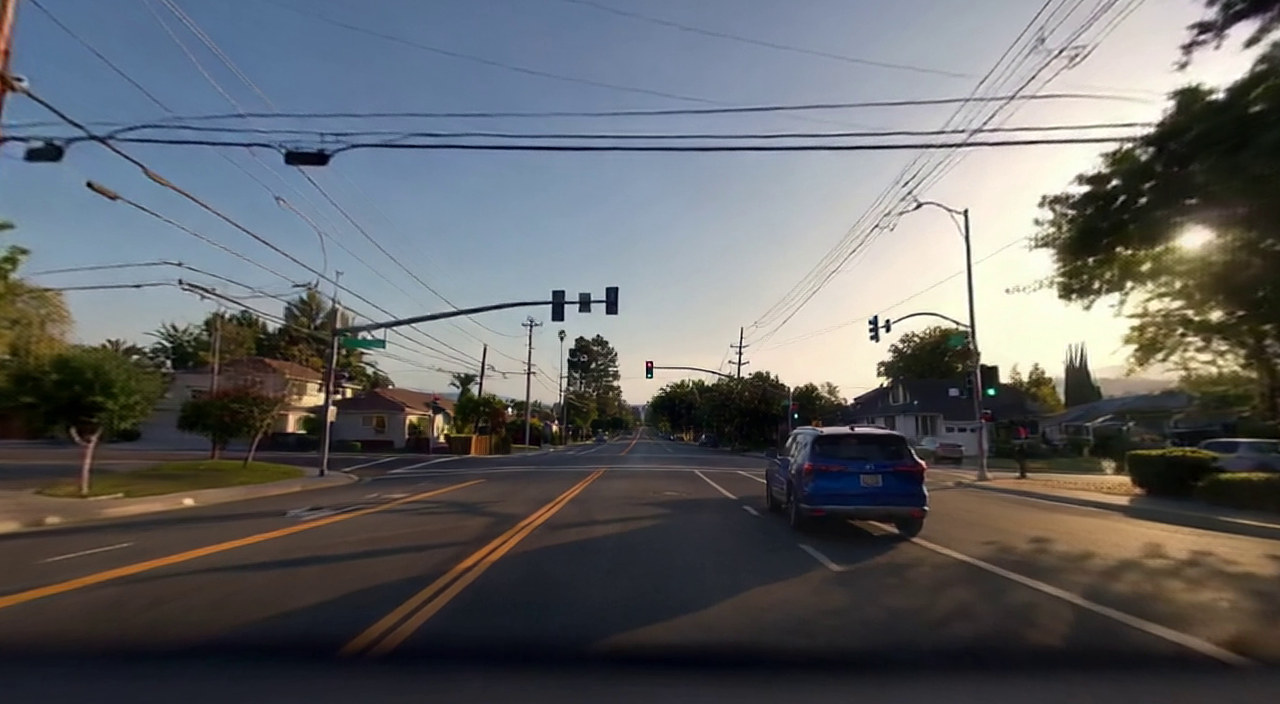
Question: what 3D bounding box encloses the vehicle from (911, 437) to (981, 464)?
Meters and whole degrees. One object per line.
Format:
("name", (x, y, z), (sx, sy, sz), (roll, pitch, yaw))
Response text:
("vehicle", (23.097, 7.477, 47.822), (2.030, 1.927, 4.853), (2, -9, -13))
